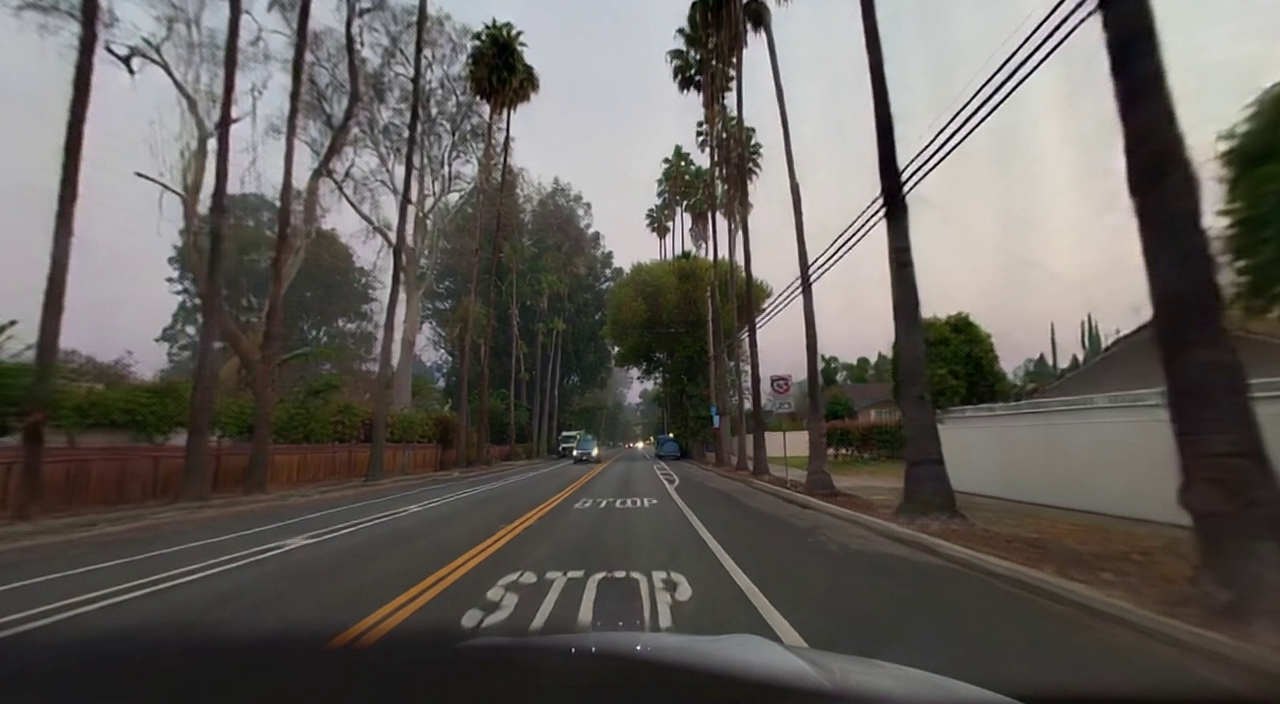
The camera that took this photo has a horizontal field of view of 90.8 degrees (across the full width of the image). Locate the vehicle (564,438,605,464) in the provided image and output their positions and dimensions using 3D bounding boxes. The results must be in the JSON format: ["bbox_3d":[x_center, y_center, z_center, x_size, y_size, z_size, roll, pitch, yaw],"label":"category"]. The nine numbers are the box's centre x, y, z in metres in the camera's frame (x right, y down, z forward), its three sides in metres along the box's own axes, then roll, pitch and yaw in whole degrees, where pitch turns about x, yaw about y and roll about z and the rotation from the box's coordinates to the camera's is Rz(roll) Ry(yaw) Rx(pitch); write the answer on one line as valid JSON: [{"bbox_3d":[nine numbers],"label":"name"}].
[{"bbox_3d":[-3.844,6.913,44.452,2.336,1.669,5.581,0,-8,0],"label":"vehicle"}]
